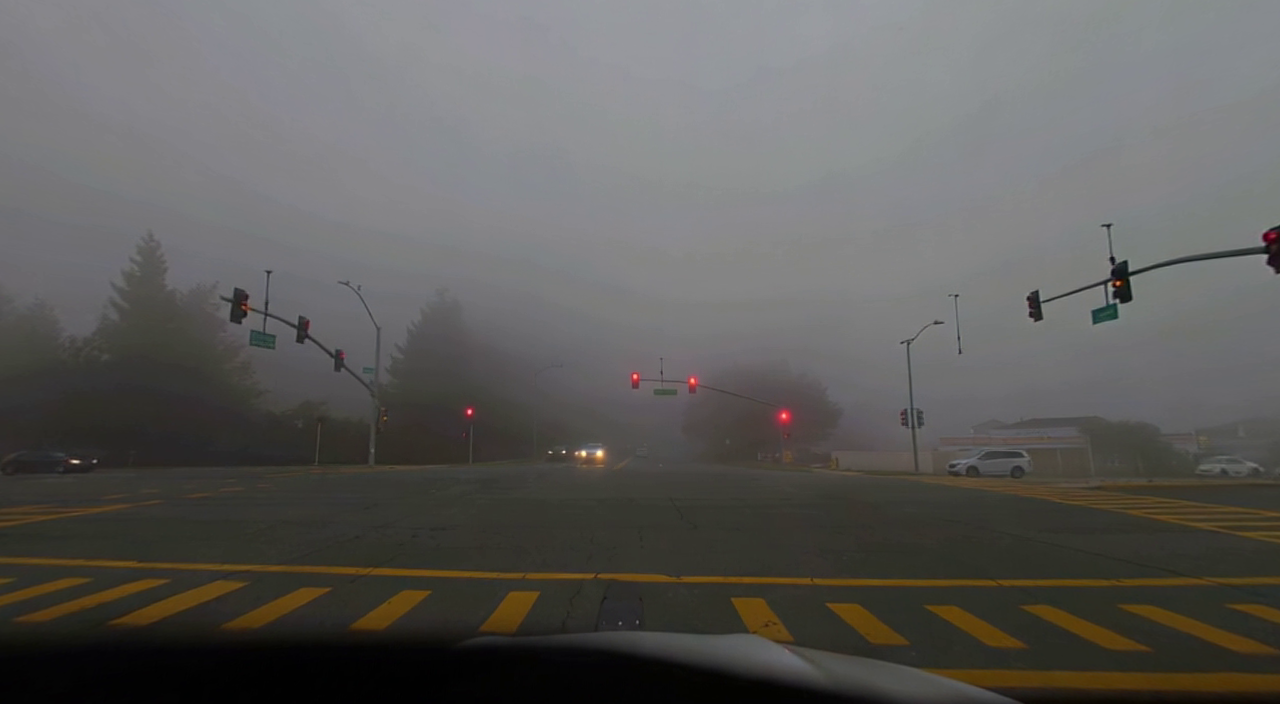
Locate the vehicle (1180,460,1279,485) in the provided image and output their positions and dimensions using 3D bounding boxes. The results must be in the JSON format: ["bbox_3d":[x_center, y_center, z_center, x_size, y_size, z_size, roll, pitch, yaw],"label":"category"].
[{"bbox_3d":[36.239,7.307,38.278,4.976,1.428,1.929,0,-8,-2],"label":"vehicle"}]

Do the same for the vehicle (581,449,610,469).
[{"bbox_3d":[-3.423,8.353,49.194,1.908,1.441,4.142,0,-8,1],"label":"vehicle"}]

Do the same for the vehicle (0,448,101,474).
[{"bbox_3d":[-35.116,6.419,37.201,4.741,1.447,1.807,0,-9,0],"label":"vehicle"}]

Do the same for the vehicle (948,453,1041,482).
[{"bbox_3d":[21.118,6.870,37.576,4.447,1.623,1.801,0,-9,-3],"label":"vehicle"}]
